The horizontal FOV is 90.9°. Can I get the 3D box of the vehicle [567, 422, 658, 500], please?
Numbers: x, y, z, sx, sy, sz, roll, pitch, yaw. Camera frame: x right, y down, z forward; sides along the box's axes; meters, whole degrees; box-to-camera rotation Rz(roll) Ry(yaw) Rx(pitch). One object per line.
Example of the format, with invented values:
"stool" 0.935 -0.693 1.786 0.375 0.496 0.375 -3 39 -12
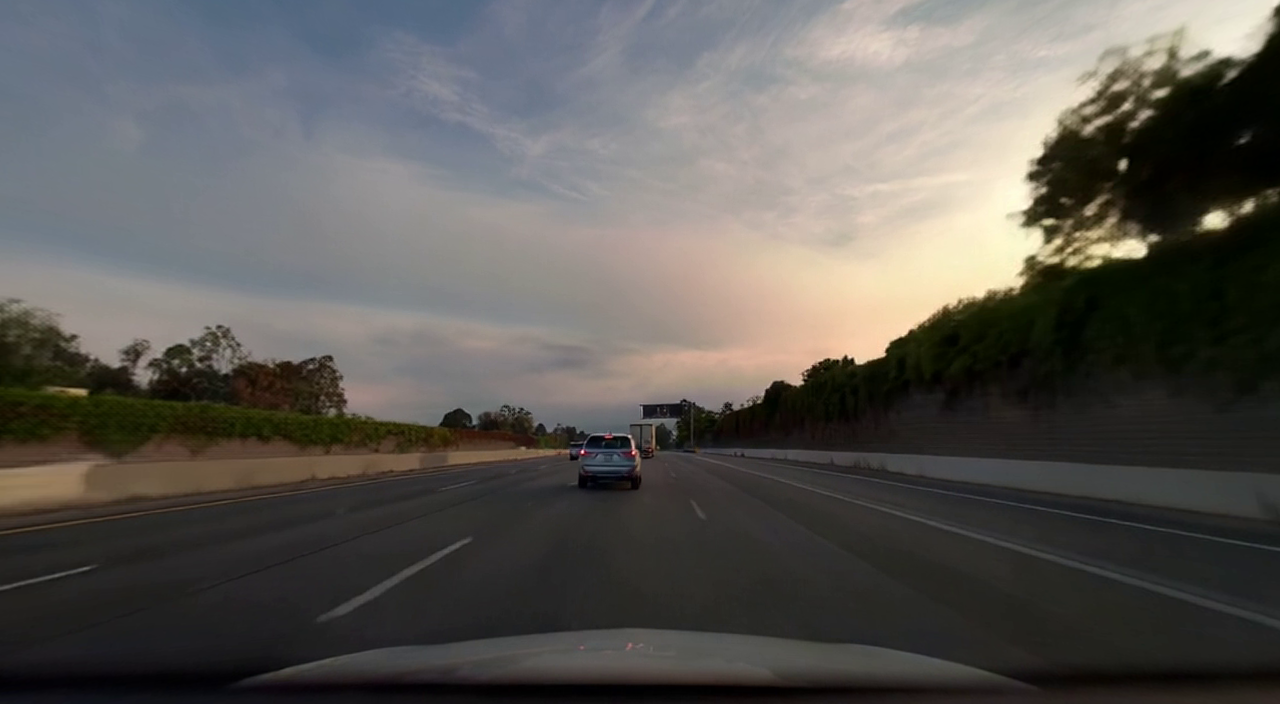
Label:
"vehicle" -0.603 2.868 16.977 2.114 1.787 4.365 0 -8 1
